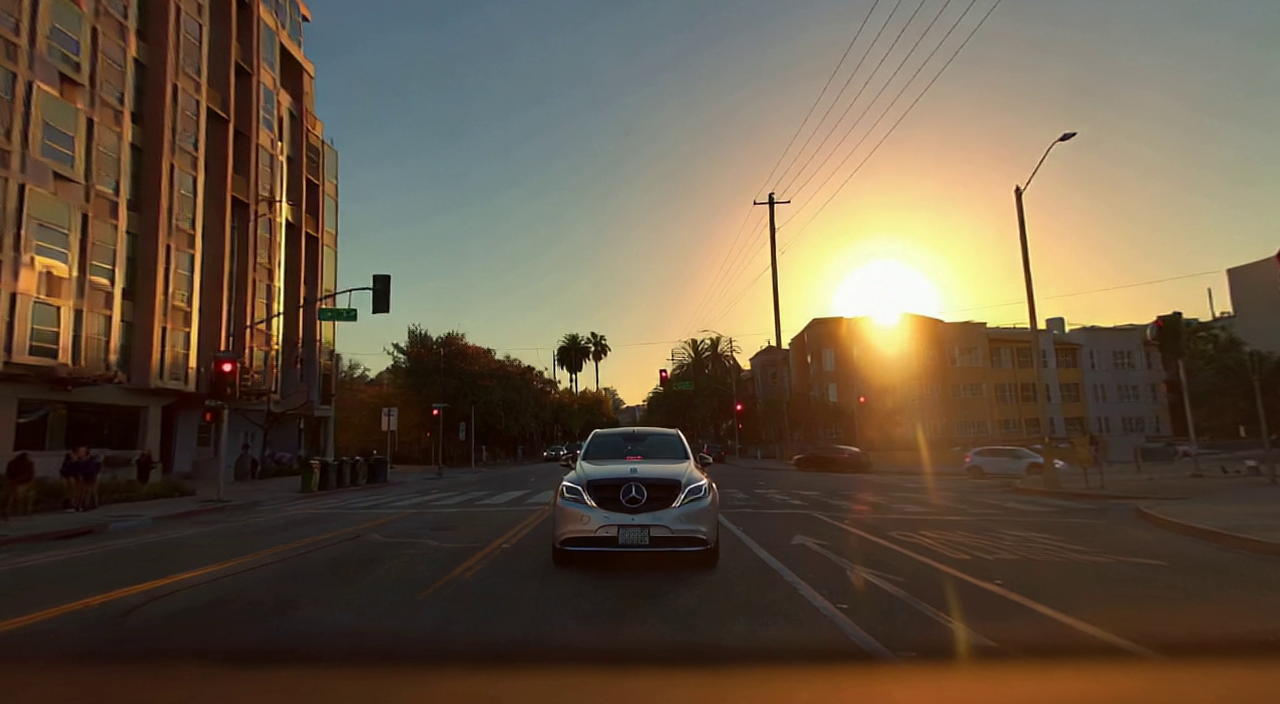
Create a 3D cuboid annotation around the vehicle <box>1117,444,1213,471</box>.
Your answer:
[{"bbox_3d":[32.174,6.465,38.764,4.234,1.613,1.812,0,-8,-1],"label":"vehicle"}]

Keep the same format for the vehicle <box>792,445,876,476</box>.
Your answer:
[{"bbox_3d":[11.227,6.229,36.538,4.494,1.704,1.976,-3,-9,20],"label":"vehicle"}]

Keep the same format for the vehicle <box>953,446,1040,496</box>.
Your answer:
[{"bbox_3d":[12.974,4.234,22.869,2.004,1.593,4.118,-7,-11,37],"label":"vehicle"}]

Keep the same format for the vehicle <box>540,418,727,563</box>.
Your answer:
[{"bbox_3d":[-0.077,1.877,9.237,2.144,1.643,3.770,0,-8,0],"label":"vehicle"}]
